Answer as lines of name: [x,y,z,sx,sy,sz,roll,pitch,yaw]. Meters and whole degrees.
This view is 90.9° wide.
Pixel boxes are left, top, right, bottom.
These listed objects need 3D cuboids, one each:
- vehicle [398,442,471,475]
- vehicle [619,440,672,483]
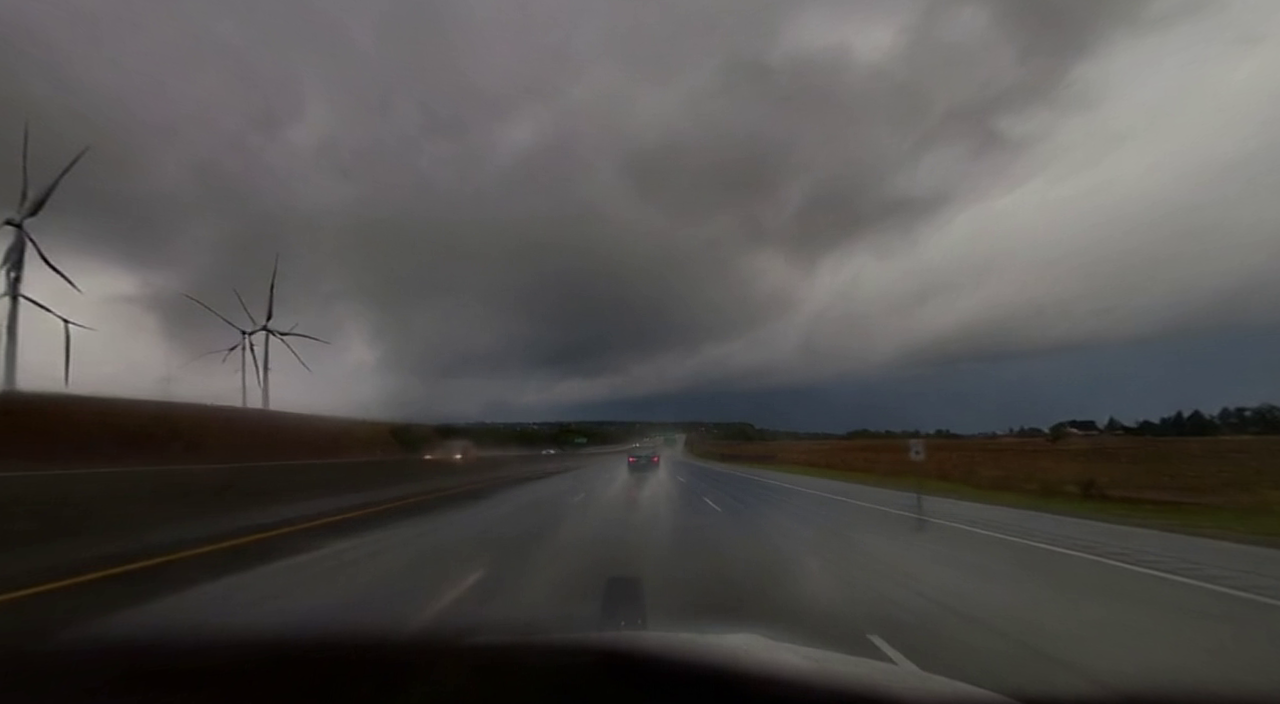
vehicle: [-11.671,6.089,36.261,2.201,1.765,5.378,-1,-9,2]
vehicle: [0.208,4.658,26.975,2.083,1.653,3.787,0,-9,0]
